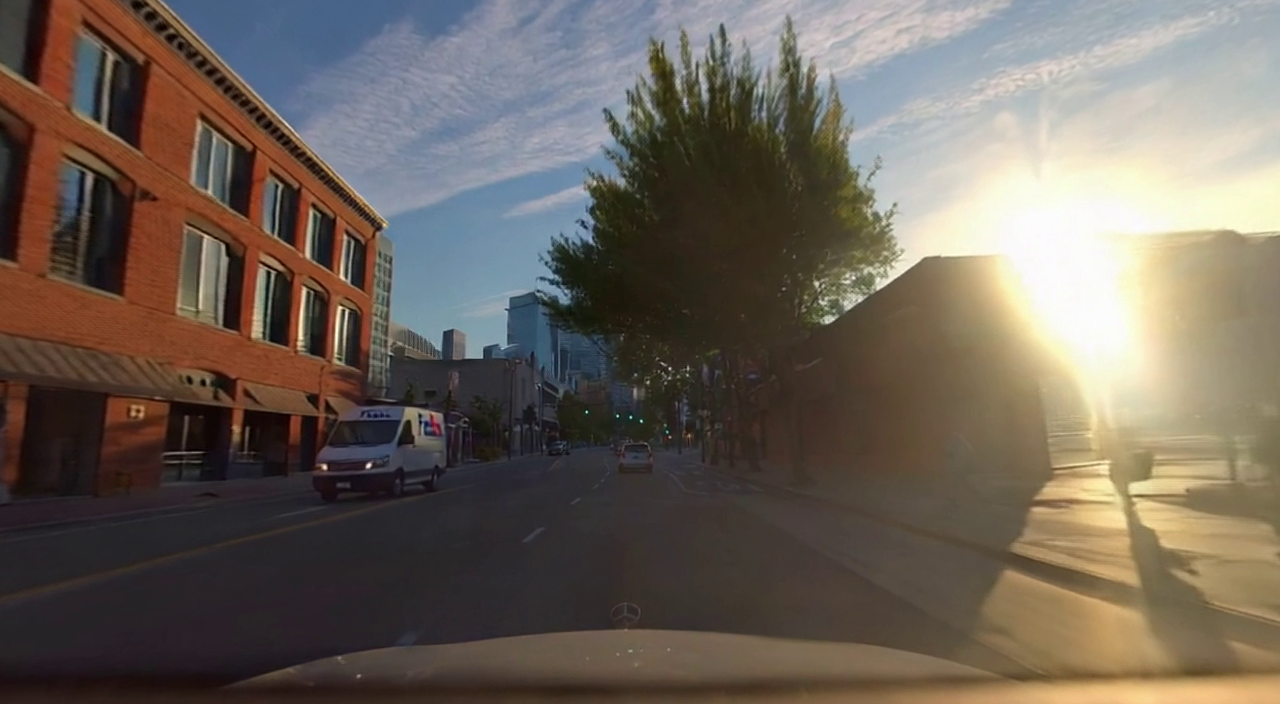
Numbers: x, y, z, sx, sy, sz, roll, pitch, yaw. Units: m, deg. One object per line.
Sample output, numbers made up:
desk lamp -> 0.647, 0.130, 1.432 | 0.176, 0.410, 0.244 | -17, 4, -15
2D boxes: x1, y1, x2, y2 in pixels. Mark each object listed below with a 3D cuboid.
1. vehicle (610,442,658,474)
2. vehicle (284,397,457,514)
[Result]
vehicle -> -0.411, 5.568, 33.466 | 2.356, 1.572, 4.810 | 0, -9, -3
vehicle -> -7.015, 2.772, 17.377 | 2.418, 2.620, 5.522 | -1, -8, -2
